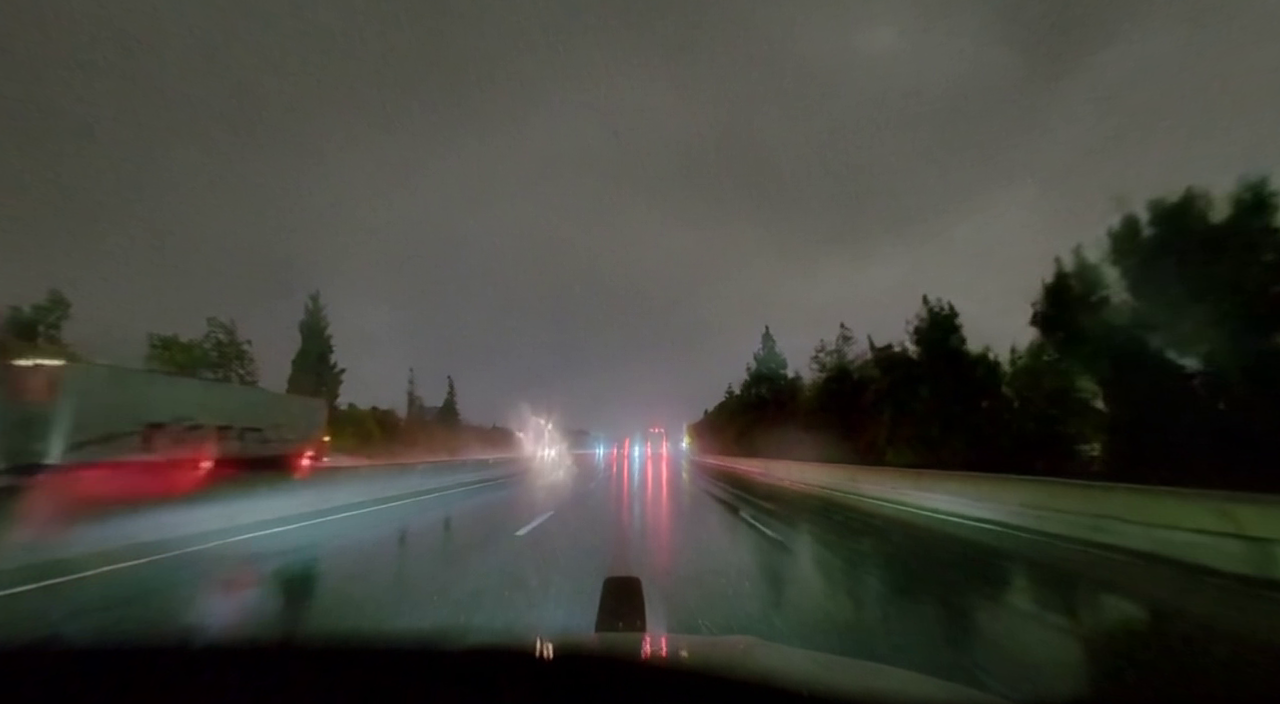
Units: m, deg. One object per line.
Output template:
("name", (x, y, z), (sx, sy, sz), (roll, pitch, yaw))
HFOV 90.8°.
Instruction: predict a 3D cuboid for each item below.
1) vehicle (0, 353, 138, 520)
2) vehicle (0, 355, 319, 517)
("vehicle", (-16.941, 2.173, 16.149), (3.004, 3.988, 5.943), (0, -9, 0))
("vehicle", (-16.927, 3.165, 23.070), (2.899, 4.090, 14.001), (0, -9, 1))
